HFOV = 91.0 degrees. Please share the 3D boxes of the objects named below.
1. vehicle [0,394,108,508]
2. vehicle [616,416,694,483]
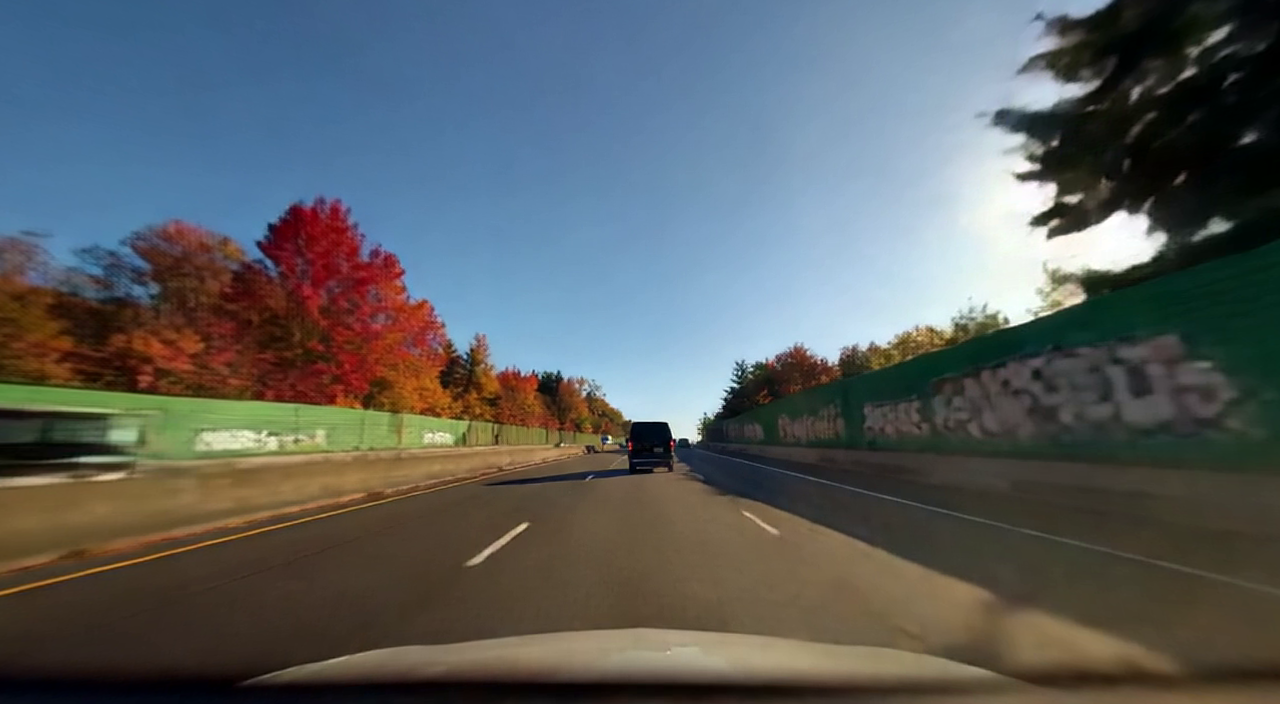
[{"bbox_3d":[-16.471,2.357,14.898,2.356,2.698,5.982,0,-8,1],"label":"vehicle"},{"bbox_3d":[0.436,3.194,20.835,2.283,1.956,4.421,0,-8,0],"label":"vehicle"}]
